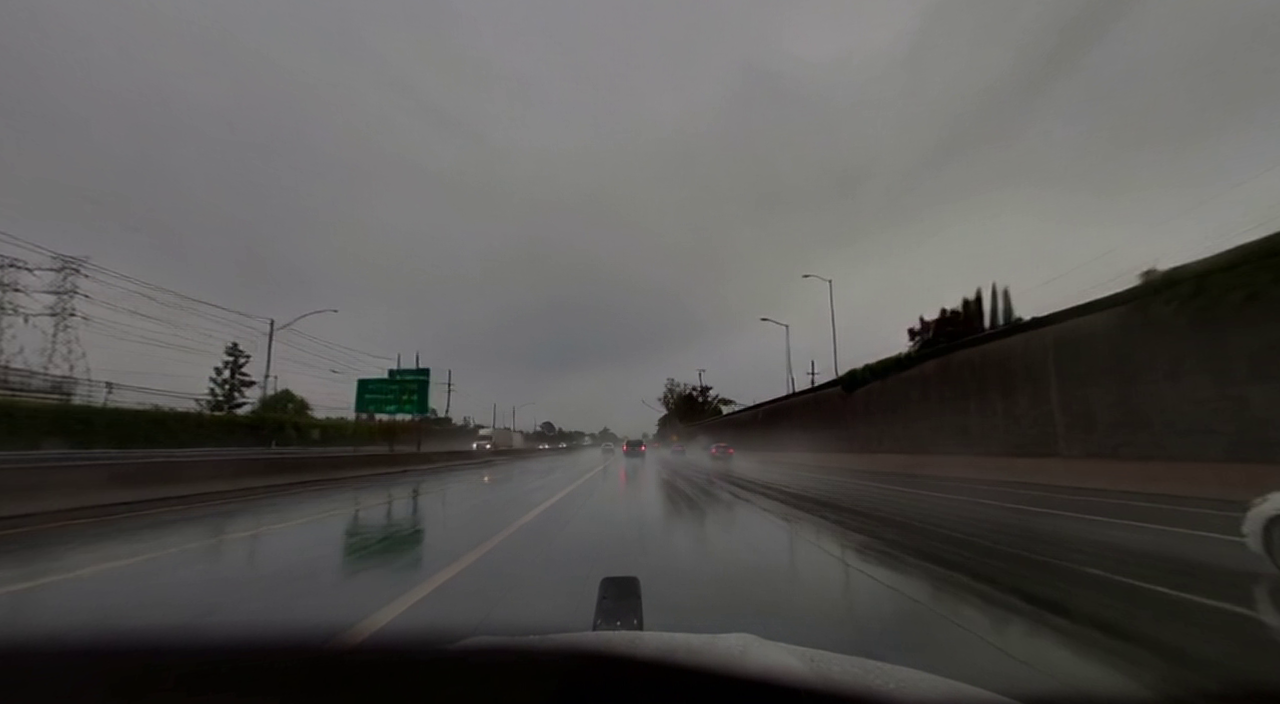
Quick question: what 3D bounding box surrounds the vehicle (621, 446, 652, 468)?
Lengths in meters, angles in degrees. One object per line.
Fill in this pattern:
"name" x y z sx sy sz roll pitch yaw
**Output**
"vehicle" -0.297 7.451 45.204 2.109 1.489 4.027 0 -8 -1
